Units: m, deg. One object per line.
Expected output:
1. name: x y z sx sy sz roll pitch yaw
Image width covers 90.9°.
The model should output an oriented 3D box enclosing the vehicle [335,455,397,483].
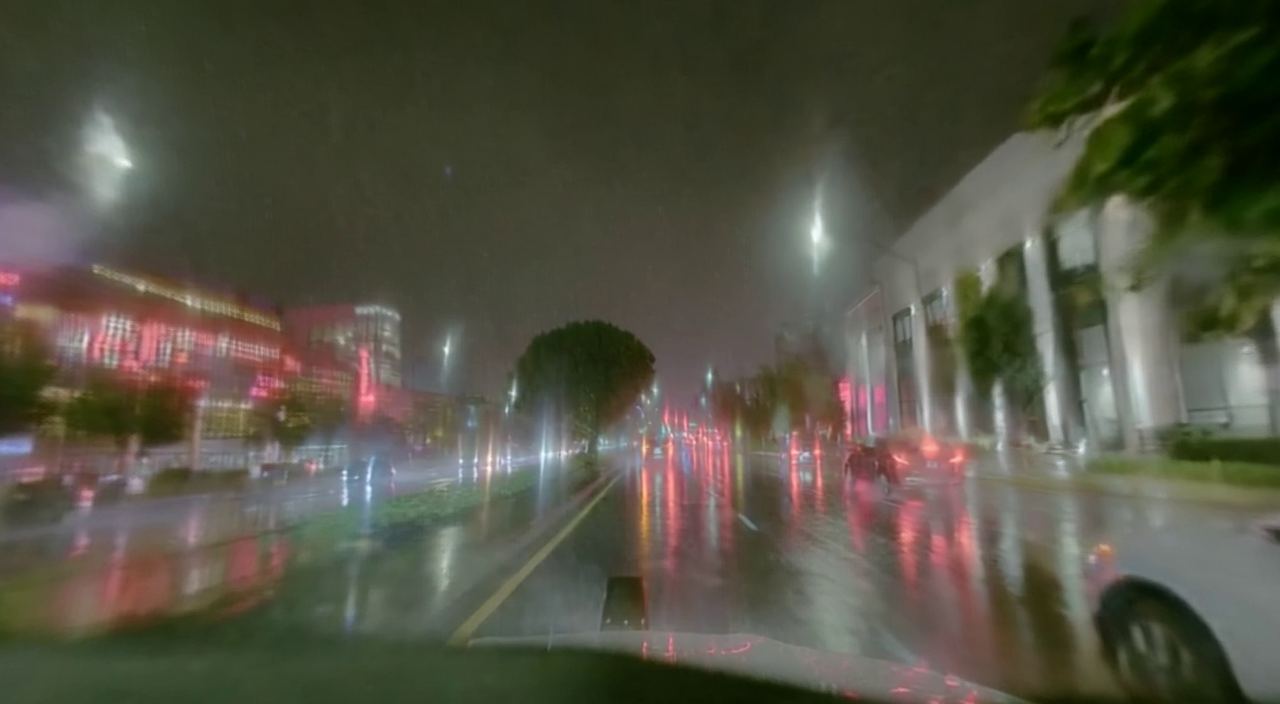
1. vehicle: -18.068 7.721 41.845 1.947 1.609 4.589 0 -8 1

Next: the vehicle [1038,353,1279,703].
1. vehicle: 3.196 0.642 1.086 1.931 1.591 4.708 0 -8 0

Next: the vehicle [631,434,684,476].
1. vehicle: 0.720 4.447 27.468 2.125 1.669 3.880 0 -8 0

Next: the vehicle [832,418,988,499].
1. vehicle: 6.794 2.740 16.571 1.963 1.783 4.722 0 -8 0
